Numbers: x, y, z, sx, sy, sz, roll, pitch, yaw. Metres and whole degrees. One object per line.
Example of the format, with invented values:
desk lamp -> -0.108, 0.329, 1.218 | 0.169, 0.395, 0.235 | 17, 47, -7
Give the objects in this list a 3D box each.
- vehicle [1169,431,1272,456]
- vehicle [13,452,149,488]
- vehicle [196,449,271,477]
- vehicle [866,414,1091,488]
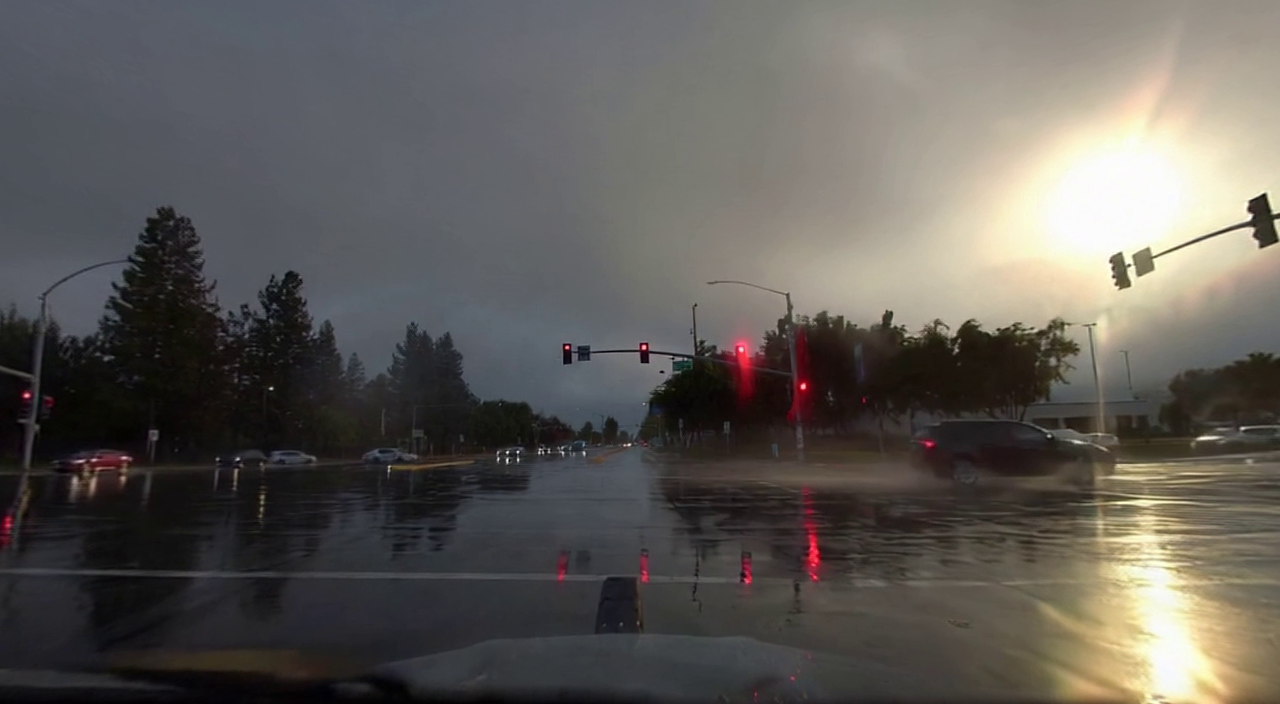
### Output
vehicle -> 35.957, 5.688, 39.297 | 2.135, 1.467, 4.532 | 0, -9, 1
vehicle -> -28.202, 5.924, 32.101 | 2.135, 1.637, 4.582 | -3, -9, 19
vehicle -> -26.372, 7.168, 41.167 | 1.889, 1.662, 4.319 | 0, -9, 1
vehicle -> 9.642, 2.898, 18.583 | 5.310, 1.972, 2.223 | -2, -9, 11
